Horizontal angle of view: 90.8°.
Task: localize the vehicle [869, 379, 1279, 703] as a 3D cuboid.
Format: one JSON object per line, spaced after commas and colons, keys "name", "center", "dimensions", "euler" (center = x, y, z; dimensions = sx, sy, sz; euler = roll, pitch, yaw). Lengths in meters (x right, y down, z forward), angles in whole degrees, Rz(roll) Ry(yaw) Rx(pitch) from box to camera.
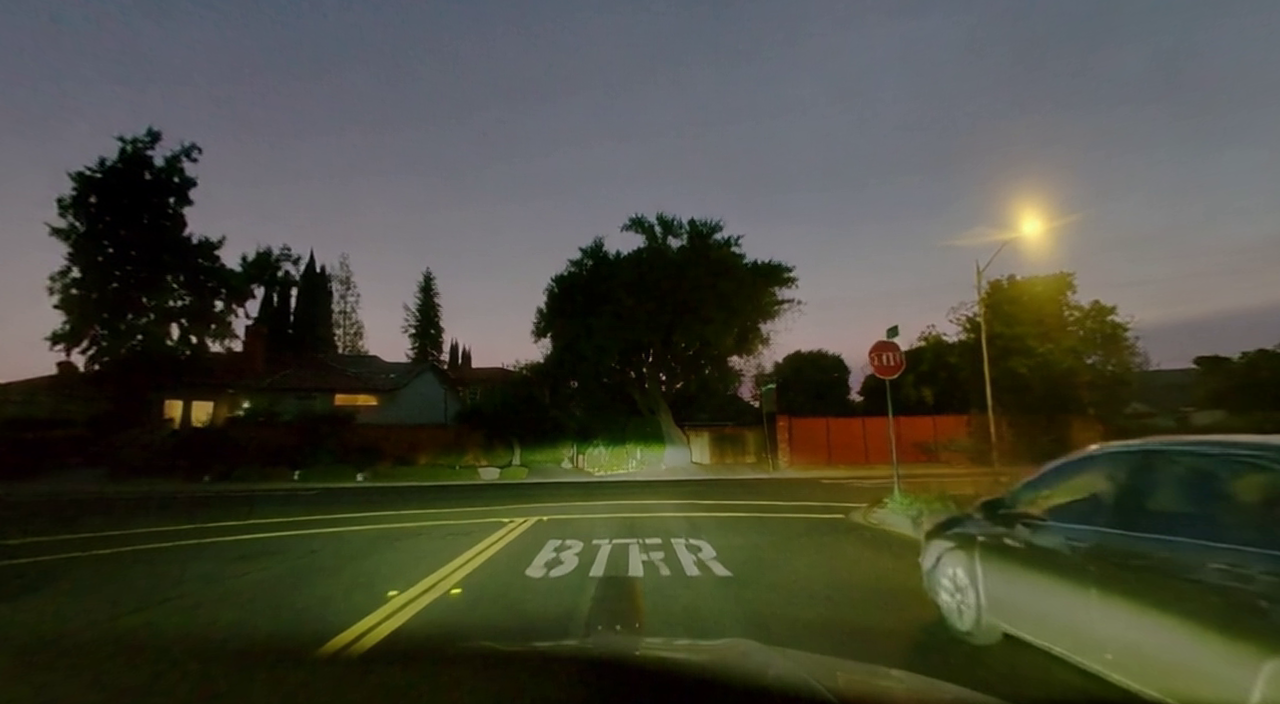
{"name": "vehicle", "center": [2.950, 0.943, 2.652], "dimensions": [2.167, 1.479, 4.597], "euler": [0, -9, -1]}
